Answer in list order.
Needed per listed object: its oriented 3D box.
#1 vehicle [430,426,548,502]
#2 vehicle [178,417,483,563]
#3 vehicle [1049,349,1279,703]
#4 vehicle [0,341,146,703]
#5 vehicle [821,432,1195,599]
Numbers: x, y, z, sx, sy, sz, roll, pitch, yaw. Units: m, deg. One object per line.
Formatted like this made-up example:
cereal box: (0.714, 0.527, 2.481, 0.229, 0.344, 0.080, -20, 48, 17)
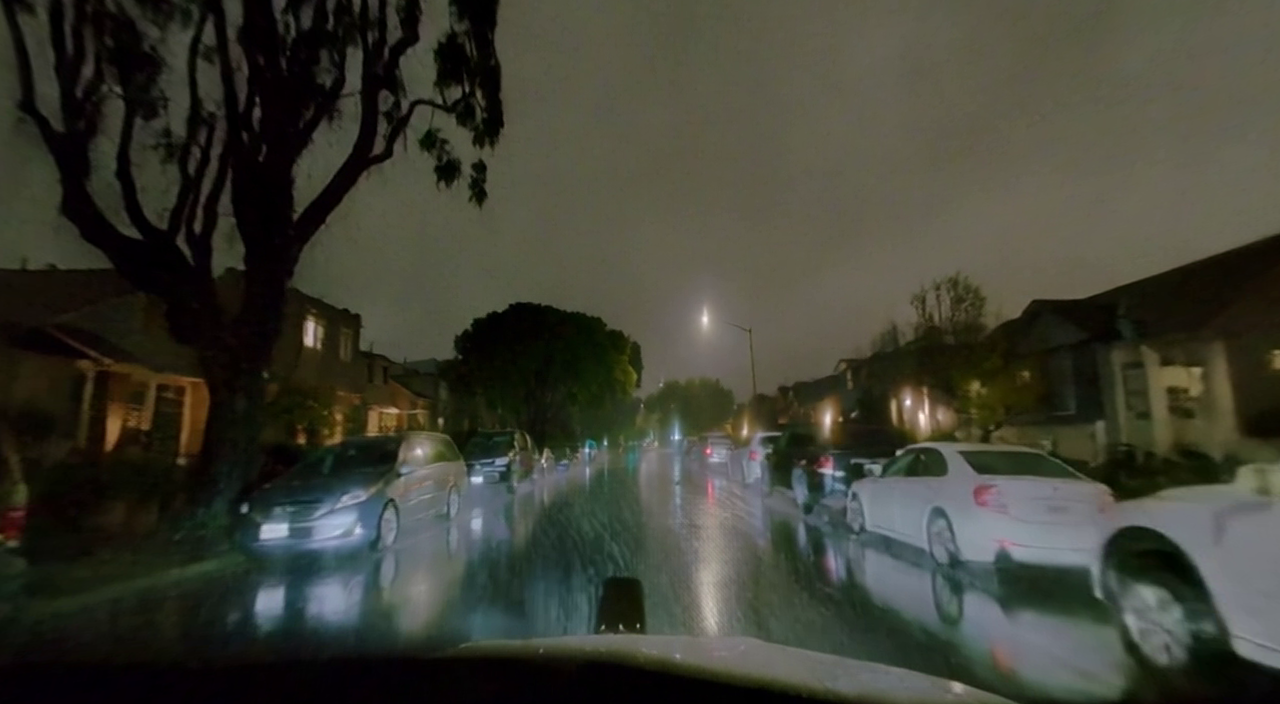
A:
vehicle: (-4.686, 3.590, 20.750, 2.461, 2.145, 5.415, 0, -8, 1)
vehicle: (-4.817, 2.241, 11.219, 2.683, 1.923, 5.421, 0, -8, 0)
vehicle: (3.789, 0.728, 1.931, 1.994, 1.710, 4.699, 0, -8, 1)
vehicle: (-4.935, 0.756, 1.959, 2.390, 2.123, 5.371, 0, -8, 0)
vehicle: (3.880, 1.755, 7.779, 1.808, 1.437, 4.337, 1, -8, -3)
